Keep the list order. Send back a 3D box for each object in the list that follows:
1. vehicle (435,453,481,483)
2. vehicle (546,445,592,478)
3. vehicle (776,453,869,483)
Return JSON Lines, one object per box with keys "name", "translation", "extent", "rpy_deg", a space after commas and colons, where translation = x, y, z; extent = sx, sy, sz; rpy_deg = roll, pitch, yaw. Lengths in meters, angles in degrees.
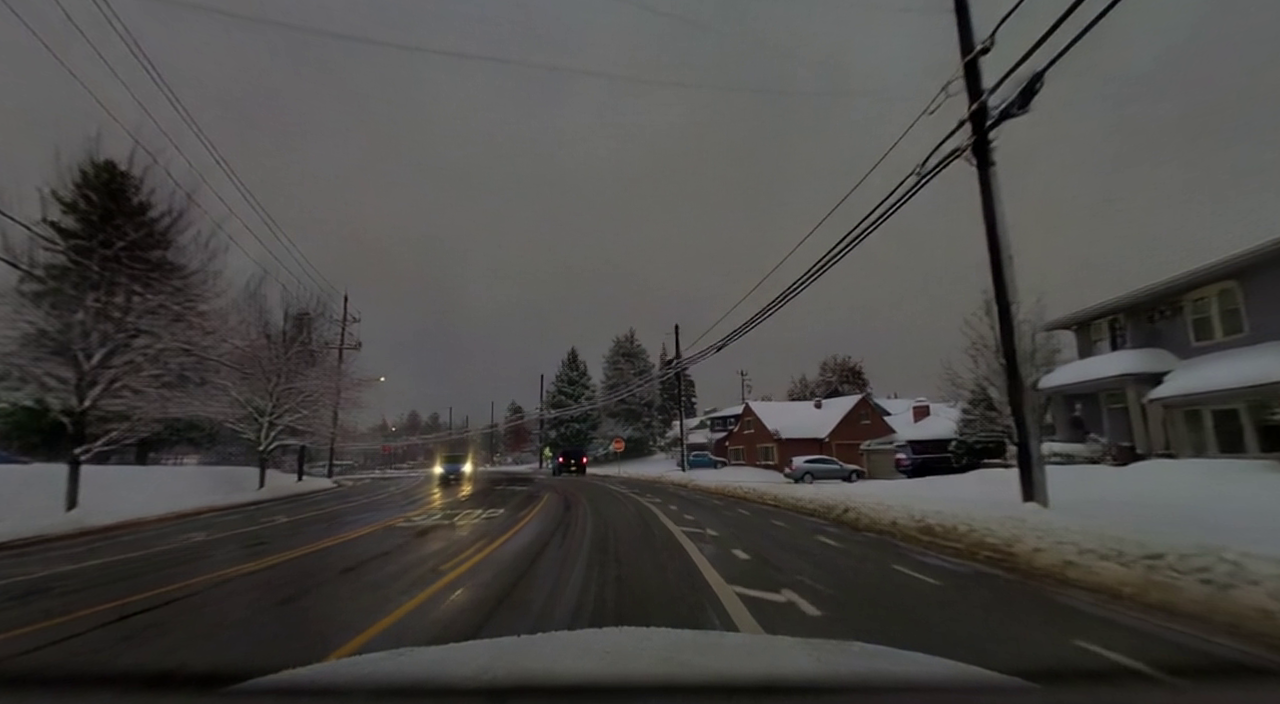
{"name": "vehicle", "translation": [-10.144, 6.455, 35.465], "extent": [2.003, 1.483, 4.545], "rpy_deg": [1, -9, -10]}
{"name": "vehicle", "translation": [-4.493, 6.741, 39.173], "extent": [2.284, 1.741, 4.702], "rpy_deg": [4, -8, -11]}
{"name": "vehicle", "translation": [9.844, 6.238, 34.189], "extent": [4.383, 1.508, 1.884], "rpy_deg": [1, -9, -9]}
